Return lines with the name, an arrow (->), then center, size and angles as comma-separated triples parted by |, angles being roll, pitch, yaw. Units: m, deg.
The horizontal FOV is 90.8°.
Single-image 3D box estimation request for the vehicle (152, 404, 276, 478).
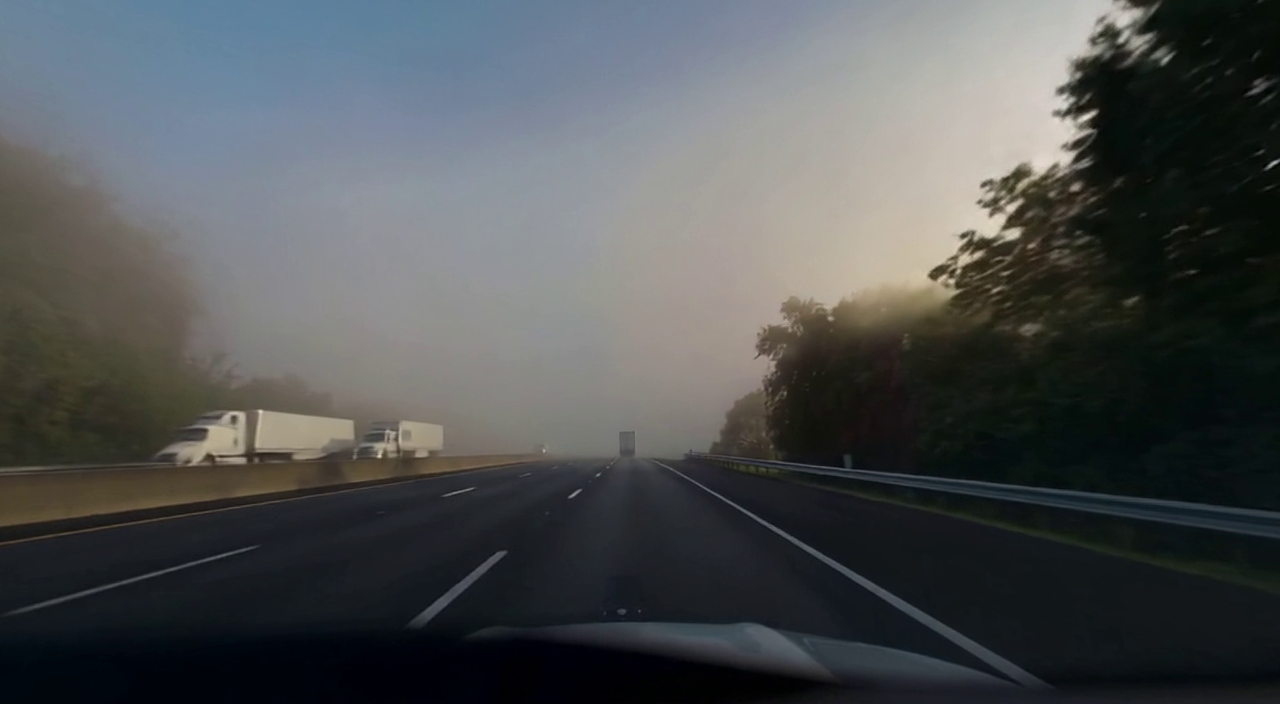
vehicle -> -24.542, 5.215, 36.777 | 3.030, 3.899, 5.928 | 0, -9, -2
